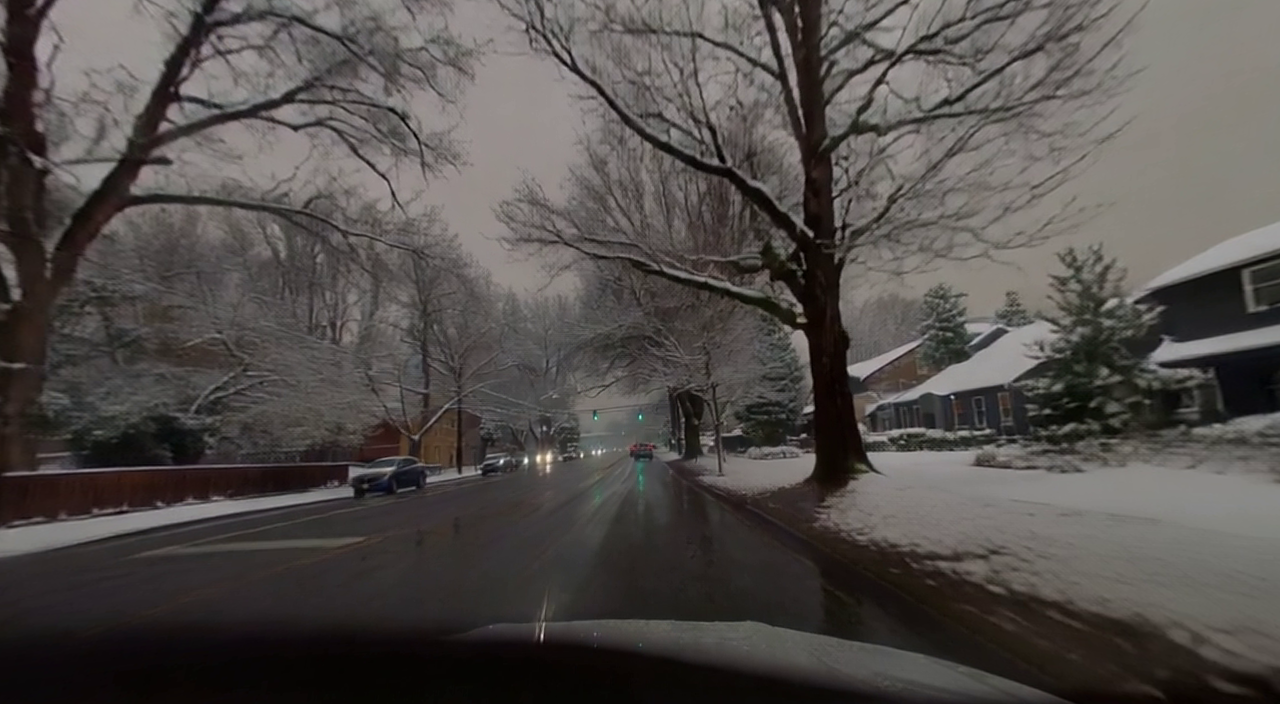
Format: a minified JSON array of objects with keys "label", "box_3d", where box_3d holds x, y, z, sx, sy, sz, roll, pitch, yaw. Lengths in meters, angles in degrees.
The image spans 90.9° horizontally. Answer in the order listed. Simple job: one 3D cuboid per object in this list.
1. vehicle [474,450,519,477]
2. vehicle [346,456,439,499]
[{"label":"vehicle","box_3d":[-10.215,7.928,45.112,1.995,1.657,4.609,-2,-8,3]},{"label":"vehicle","box_3d":[-9.976,5.075,25.847,1.892,1.484,4.576,0,-9,1]}]
